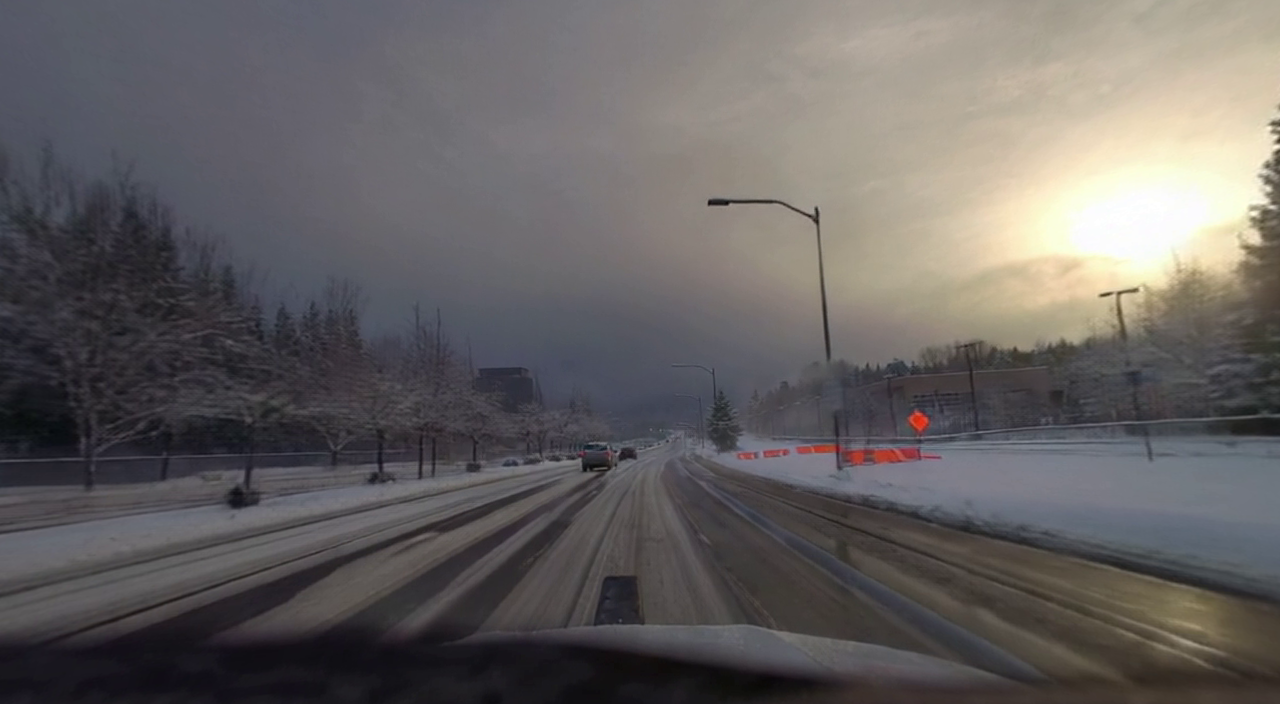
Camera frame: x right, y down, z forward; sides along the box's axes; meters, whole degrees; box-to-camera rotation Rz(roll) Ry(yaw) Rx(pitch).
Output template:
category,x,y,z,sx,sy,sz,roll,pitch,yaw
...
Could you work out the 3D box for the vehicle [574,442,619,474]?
category,x,y,z,sx,sy,sz,roll,pitch,yaw
vehicle,-2.369,5.878,35.257,2.121,1.654,3.993,0,-8,2
